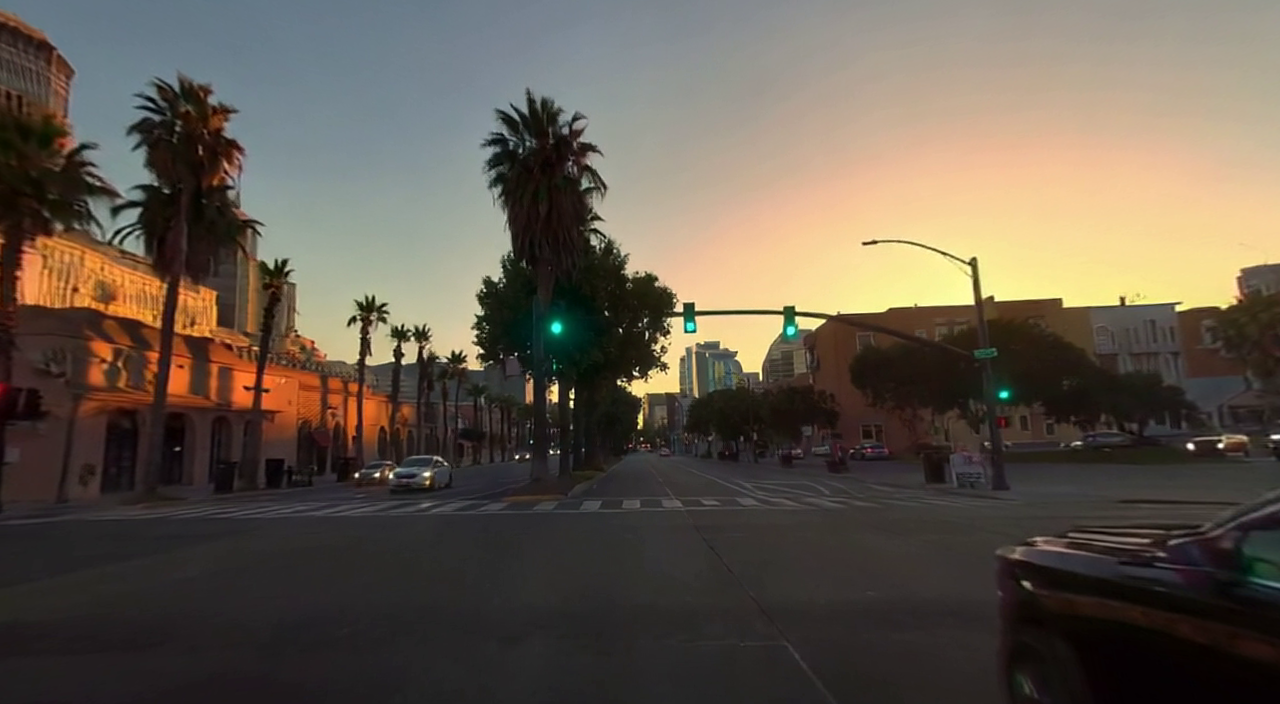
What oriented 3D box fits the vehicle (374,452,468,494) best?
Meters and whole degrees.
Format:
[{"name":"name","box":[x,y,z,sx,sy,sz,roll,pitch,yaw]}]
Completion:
[{"name":"vehicle","box":[-8.622,4.781,25.318,2.095,1.482,4.523,0,-9,1]}]

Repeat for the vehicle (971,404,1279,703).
[{"name":"vehicle","box":[3.087,0.859,1.694,1.997,1.473,4.282,0,-9,-1]}]
